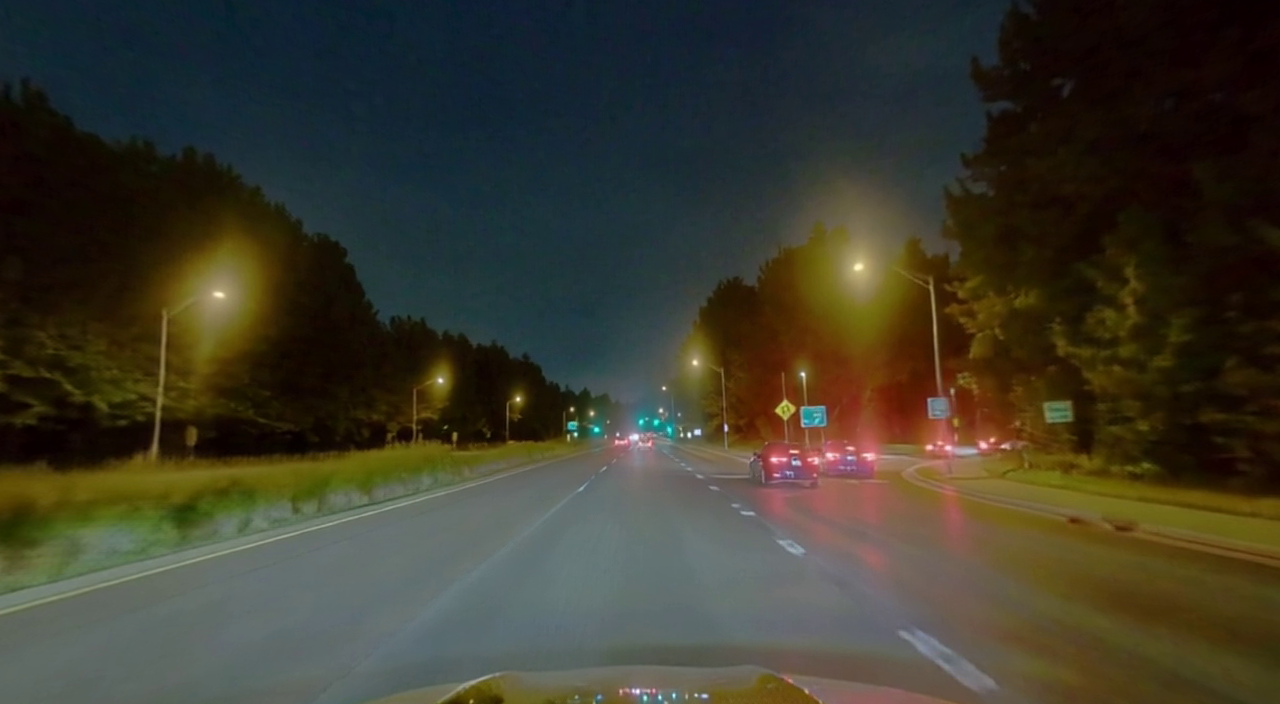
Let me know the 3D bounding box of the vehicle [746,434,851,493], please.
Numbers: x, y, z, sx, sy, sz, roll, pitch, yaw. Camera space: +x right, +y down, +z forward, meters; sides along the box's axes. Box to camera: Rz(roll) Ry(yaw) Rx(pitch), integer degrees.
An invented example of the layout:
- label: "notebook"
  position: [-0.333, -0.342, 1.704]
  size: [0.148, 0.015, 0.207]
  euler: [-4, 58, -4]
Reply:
- label: "vehicle"
  position: [4.530, 3.256, 18.649]
  size: [1.913, 1.516, 4.322]
  euler: [0, -9, -1]
